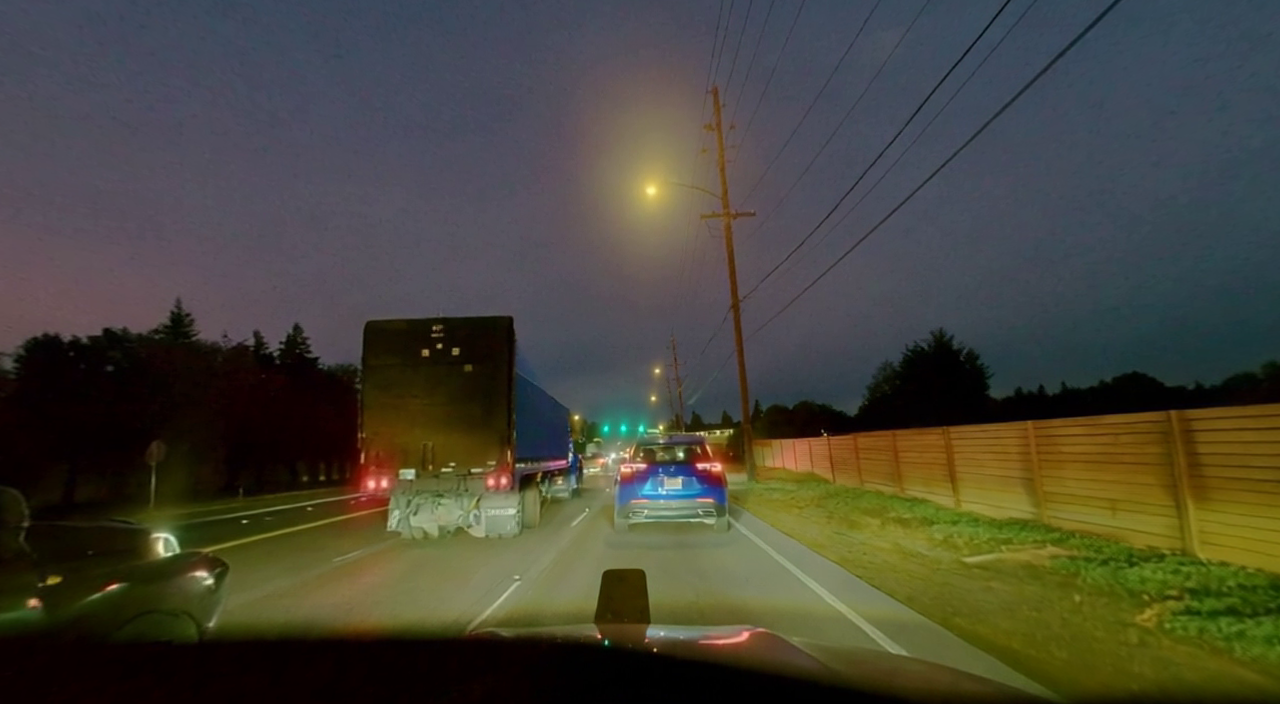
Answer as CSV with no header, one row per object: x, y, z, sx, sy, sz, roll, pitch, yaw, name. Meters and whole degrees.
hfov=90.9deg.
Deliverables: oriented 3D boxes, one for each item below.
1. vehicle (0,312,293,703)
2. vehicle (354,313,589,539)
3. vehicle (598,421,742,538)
-3.084,0.696,1.303,2.093,1.832,4.508,0,-9,1,vehicle
-3.057,1.836,14.729,2.928,3.658,8.980,0,-9,0,vehicle
0.446,2.239,11.658,2.174,1.749,4.113,0,-9,0,vehicle
